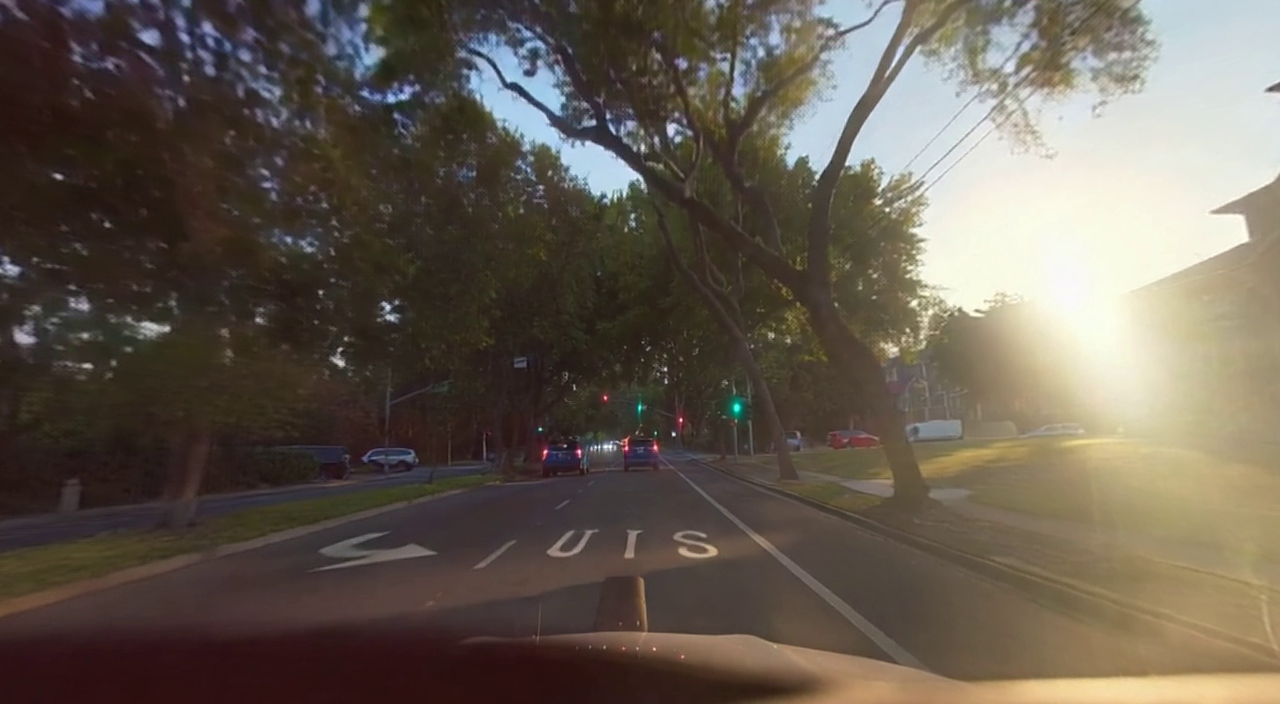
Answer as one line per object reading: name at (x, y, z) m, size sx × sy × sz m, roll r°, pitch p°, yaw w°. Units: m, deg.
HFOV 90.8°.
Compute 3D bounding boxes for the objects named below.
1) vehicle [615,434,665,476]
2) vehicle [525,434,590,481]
vehicle at (-0.056, 4.653, 28.913) m, size 2.088 × 1.735 × 4.801 m, roll 0°, pitch -8°, yaw -1°
vehicle at (-3.253, 4.268, 25.913) m, size 2.097 × 1.755 × 4.336 m, roll 0°, pitch -8°, yaw 0°
